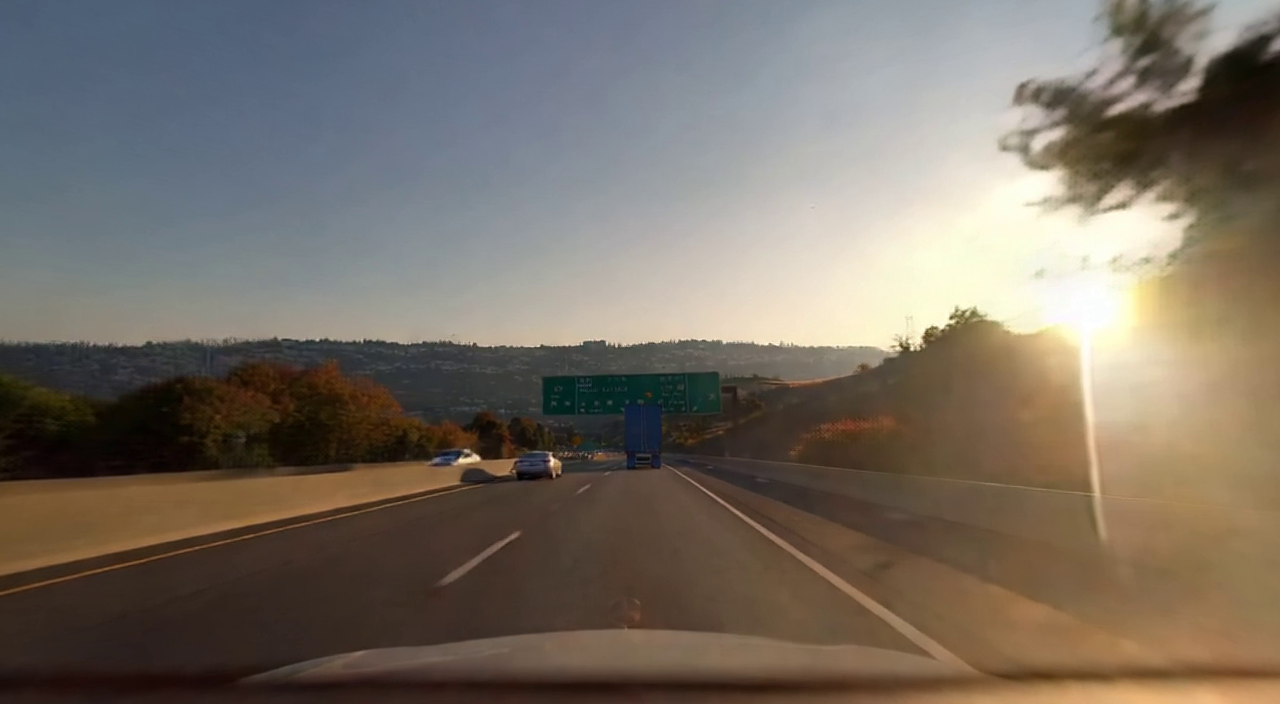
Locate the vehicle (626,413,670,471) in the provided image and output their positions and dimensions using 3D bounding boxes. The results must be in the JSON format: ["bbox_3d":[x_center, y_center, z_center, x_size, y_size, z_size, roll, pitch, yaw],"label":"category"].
[{"bbox_3d":[0.427,6.656,46.498,2.864,3.805,9.500,0,-9,-1],"label":"vehicle"}]

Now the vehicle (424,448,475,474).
[{"bbox_3d":[-12.392,7.105,41.311,1.944,1.532,4.382,0,-9,1],"label":"vehicle"}]

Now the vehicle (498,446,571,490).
[{"bbox_3d":[-4.001,4.491,24.727,2.053,1.523,4.450,0,-9,0],"label":"vehicle"}]
